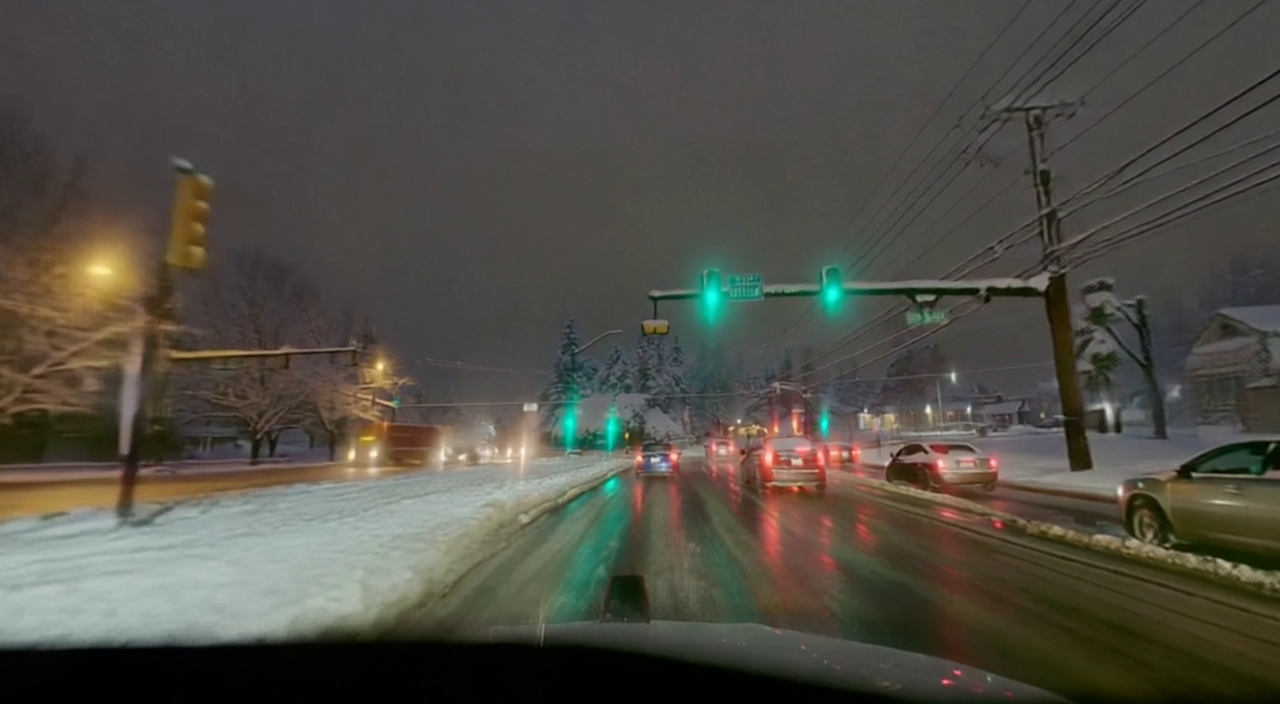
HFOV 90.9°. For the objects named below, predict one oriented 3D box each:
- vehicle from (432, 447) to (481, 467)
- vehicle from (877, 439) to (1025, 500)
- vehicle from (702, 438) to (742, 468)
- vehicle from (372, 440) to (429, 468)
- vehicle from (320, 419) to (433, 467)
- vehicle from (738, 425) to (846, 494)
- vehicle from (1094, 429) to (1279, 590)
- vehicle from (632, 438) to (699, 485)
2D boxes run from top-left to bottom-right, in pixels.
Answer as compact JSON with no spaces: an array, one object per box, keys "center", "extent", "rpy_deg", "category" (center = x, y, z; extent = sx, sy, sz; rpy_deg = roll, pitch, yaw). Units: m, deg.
[{"center":[-12.925,7.401,44.600],"extent":[1.926,1.303,4.686],"rpy_deg":[-1,-8,2],"category":"vehicle"},{"center":[8.500,3.220,17.796],"extent":[1.882,1.463,4.543],"rpy_deg":[0,-8,0],"category":"vehicle"},{"center":[4.662,5.804,36.459],"extent":[1.896,1.612,4.203],"rpy_deg":[0,-8,2],"category":"vehicle"},{"center":[-16.313,6.944,43.155],"extent":[2.052,1.770,4.545],"rpy_deg":[0,-8,1],"category":"vehicle"},{"center":[-20.199,7.187,49.772],"extent":[3.354,3.314,12.985],"rpy_deg":[0,-8,0],"category":"vehicle"},{"center":[4.380,3.199,19.100],"extent":[2.119,1.810,4.848],"rpy_deg":[0,-8,1],"category":"vehicle"},{"center":[6.849,1.460,5.868],"extent":[1.866,1.471,4.478],"rpy_deg":[0,-8,0],"category":"vehicle"},{"center":[0.915,3.855,22.540],"extent":[2.168,1.527,4.174],"rpy_deg":[-1,-8,3],"category":"vehicle"}]
